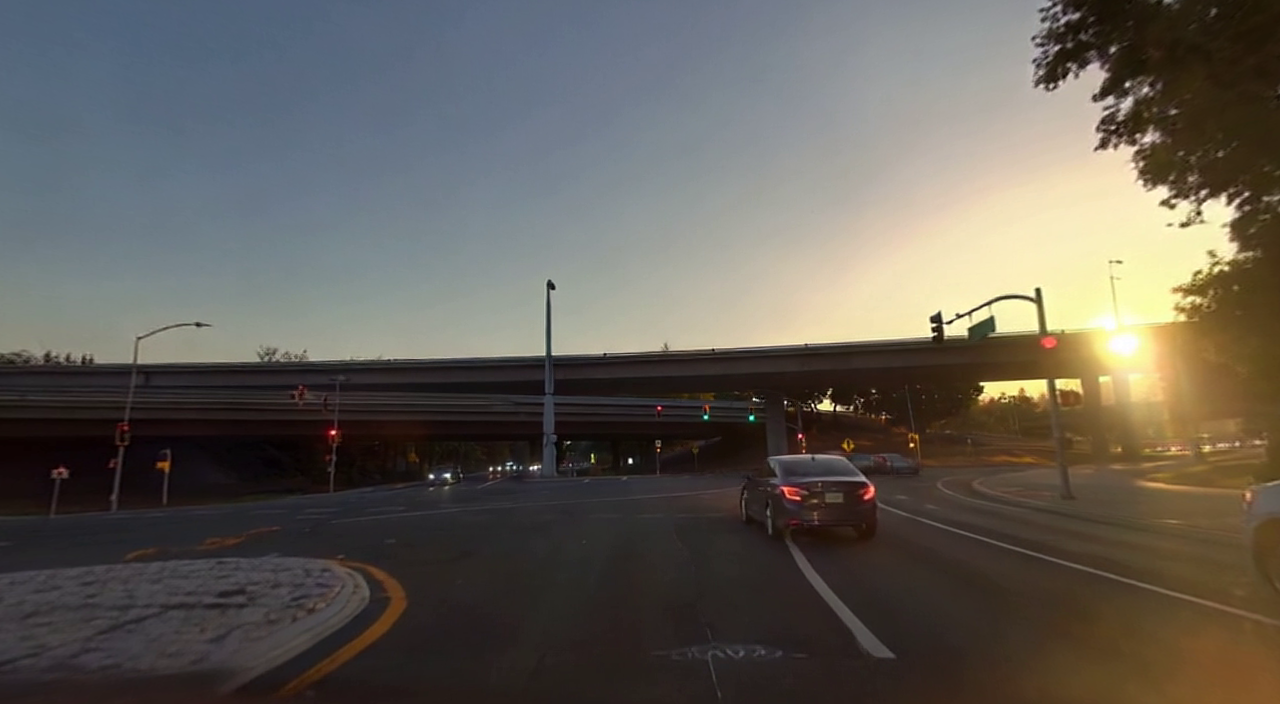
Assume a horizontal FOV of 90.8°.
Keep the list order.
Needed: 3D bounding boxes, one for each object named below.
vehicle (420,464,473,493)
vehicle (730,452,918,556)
[{"bbox_3d":[-12.924,8.462,42.552,2.126,1.506,5.411,-2,-9,-2],"label":"vehicle"},{"bbox_3d":[2.939,2.515,11.260,1.909,1.425,4.521,0,-9,-1],"label":"vehicle"}]
